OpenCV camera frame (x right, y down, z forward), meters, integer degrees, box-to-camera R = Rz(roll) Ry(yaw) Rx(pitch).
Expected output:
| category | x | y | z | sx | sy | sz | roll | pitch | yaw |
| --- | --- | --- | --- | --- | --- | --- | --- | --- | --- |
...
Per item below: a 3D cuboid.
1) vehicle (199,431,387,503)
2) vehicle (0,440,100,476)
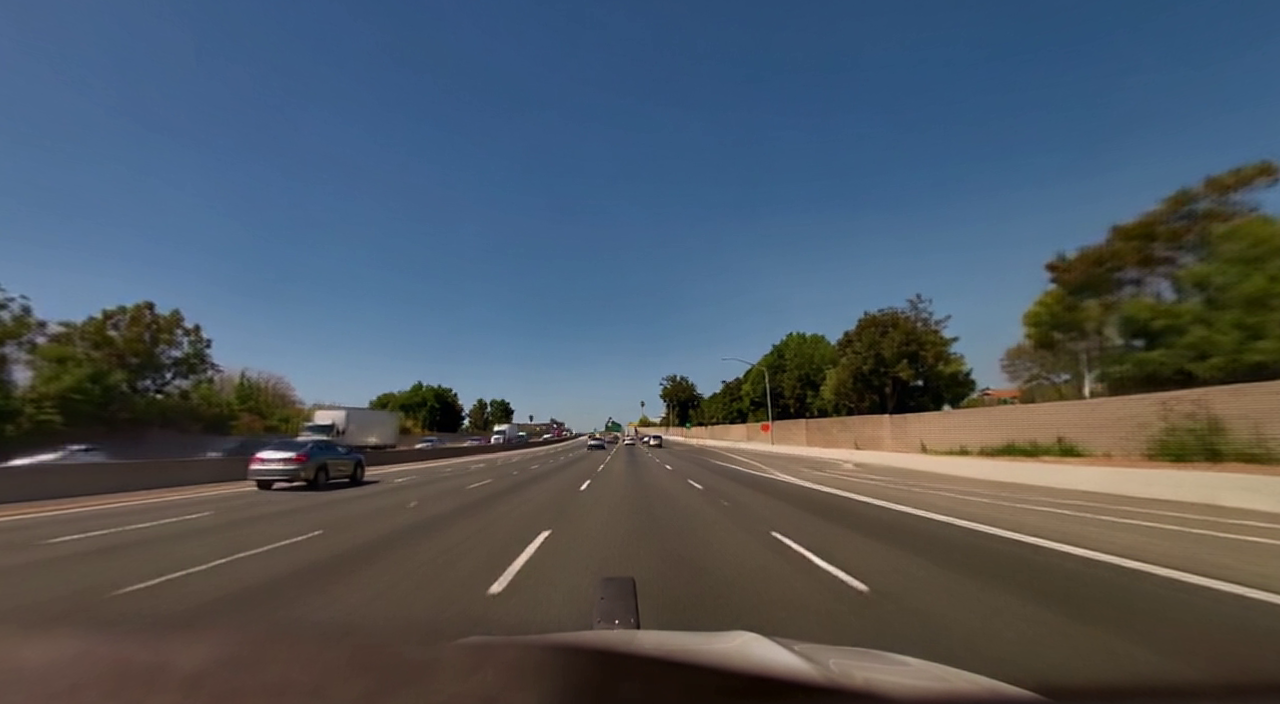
| category | x | y | z | sx | sy | sz | roll | pitch | yaw |
| --- | --- | --- | --- | --- | --- | --- | --- | --- | --- |
| vehicle | -8.240 | 2.769 | 15.623 | 2.060 | 1.507 | 4.494 | 0 | -9 | 0 |
| vehicle | -29.155 | 5.148 | 30.840 | 1.848 | 1.620 | 4.235 | 0 | -9 | -1 |
